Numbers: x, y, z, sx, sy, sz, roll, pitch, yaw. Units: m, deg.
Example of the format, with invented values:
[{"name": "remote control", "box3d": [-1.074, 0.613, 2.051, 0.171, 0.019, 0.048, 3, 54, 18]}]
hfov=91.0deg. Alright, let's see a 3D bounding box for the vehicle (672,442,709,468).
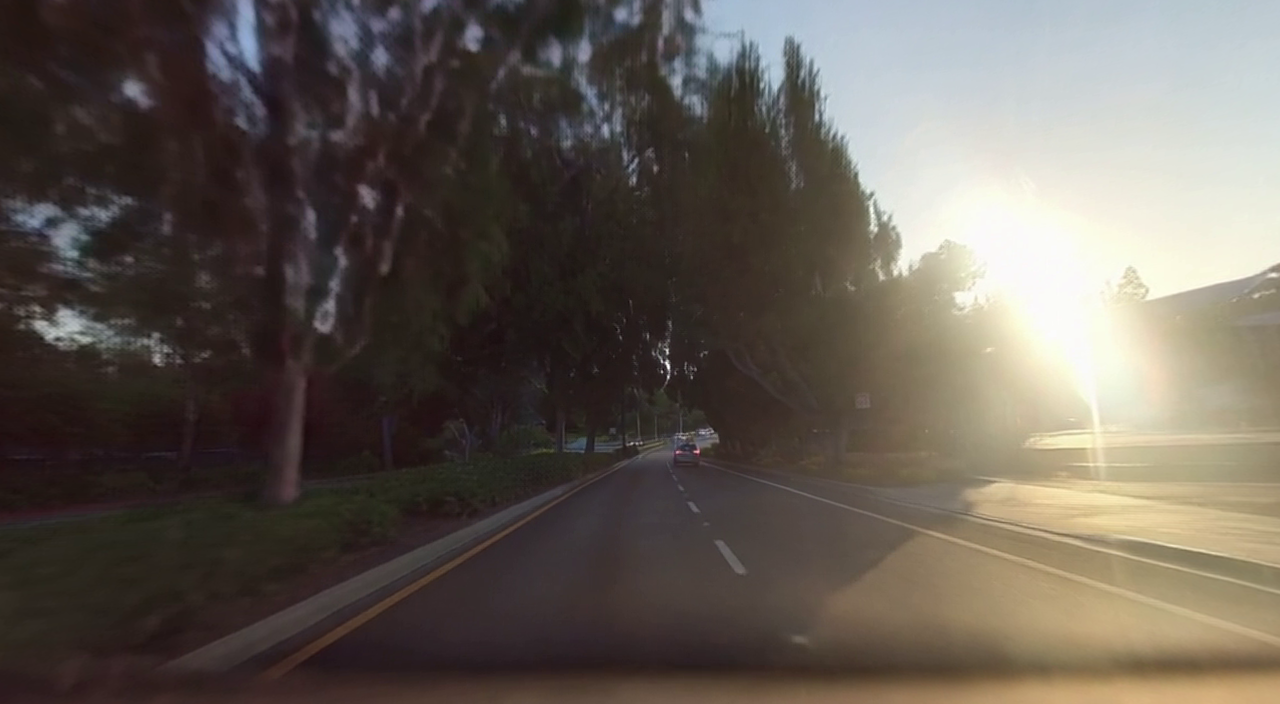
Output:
[{"name": "vehicle", "box3d": [3.197, 6.630, 40.589, 2.044, 1.537, 4.528, 0, -8, 0]}]
